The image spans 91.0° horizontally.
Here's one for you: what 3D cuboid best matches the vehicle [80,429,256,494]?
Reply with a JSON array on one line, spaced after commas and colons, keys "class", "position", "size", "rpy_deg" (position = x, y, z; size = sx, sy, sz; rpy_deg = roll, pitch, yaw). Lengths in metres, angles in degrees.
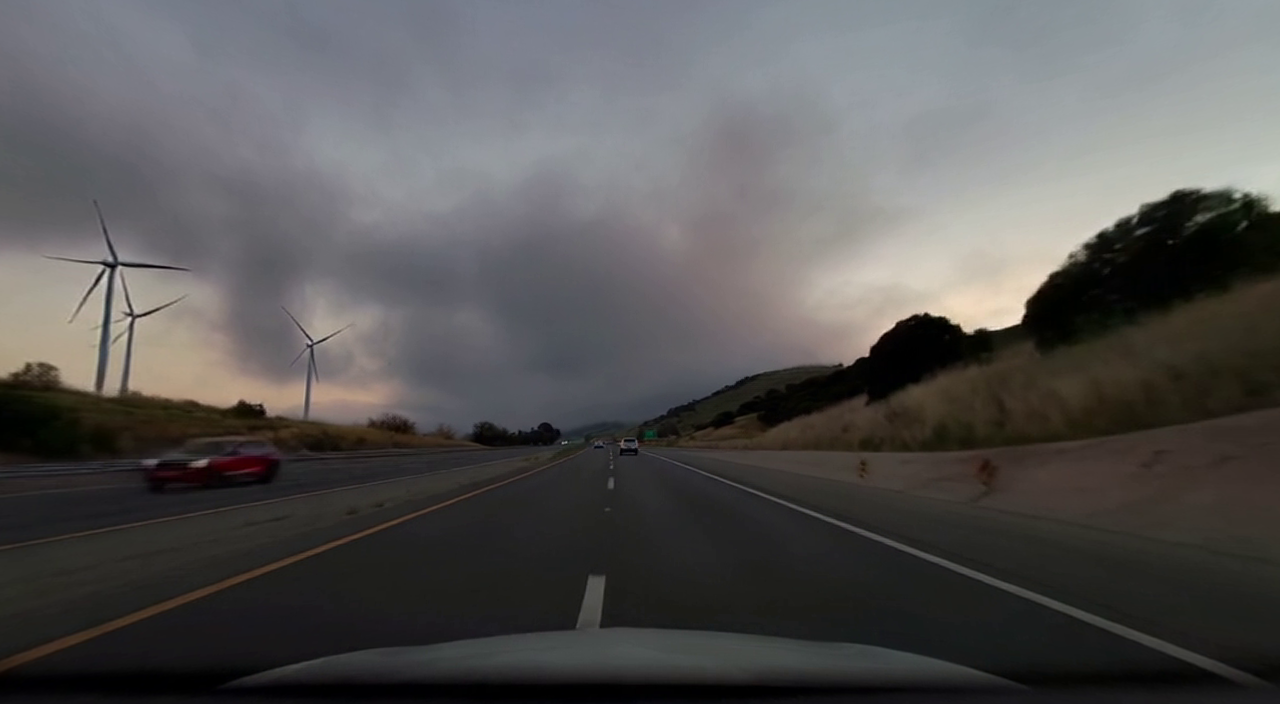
[{"class": "vehicle", "position": [-13.529, 3.133, 18.446], "size": [1.933, 1.639, 4.239], "rpy_deg": [0, -8, -2]}]
